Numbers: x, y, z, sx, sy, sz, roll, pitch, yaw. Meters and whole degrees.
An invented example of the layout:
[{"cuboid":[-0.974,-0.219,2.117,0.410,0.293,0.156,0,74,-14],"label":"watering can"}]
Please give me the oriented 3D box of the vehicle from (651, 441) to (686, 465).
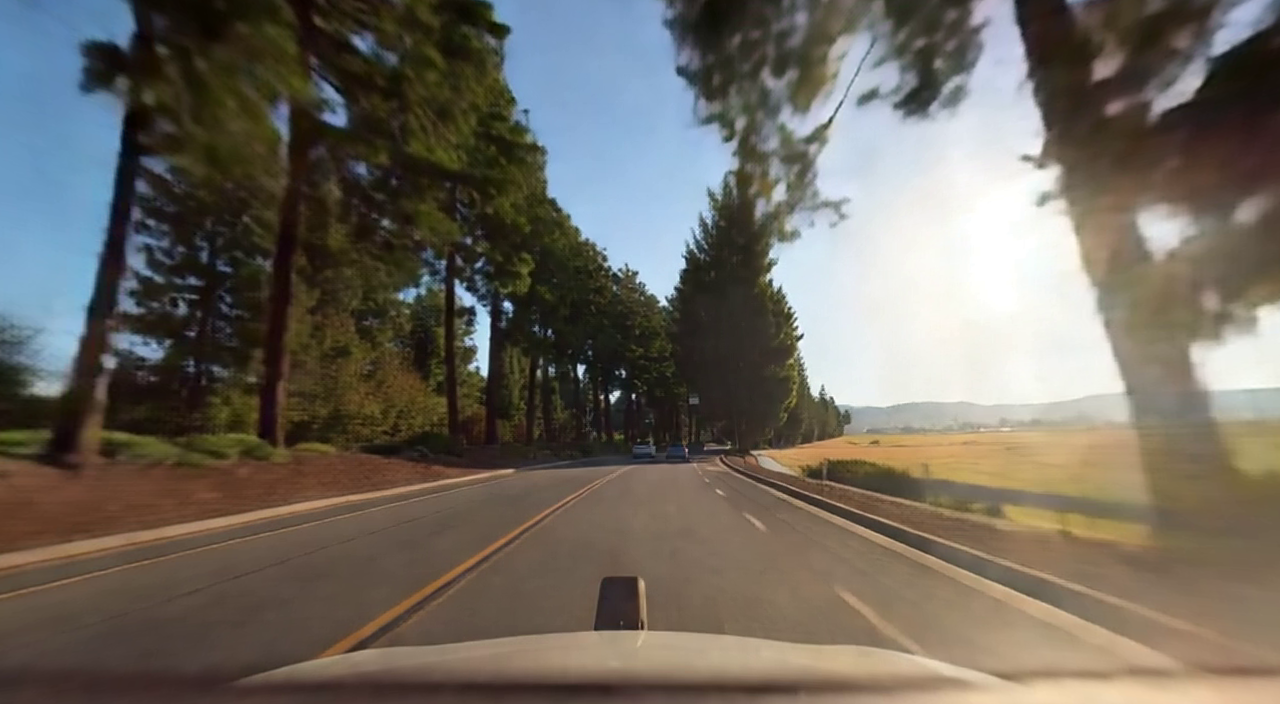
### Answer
[{"cuboid":[1.921,6.620,41.606,2.071,1.474,4.047,-1,-8,5],"label":"vehicle"}]
